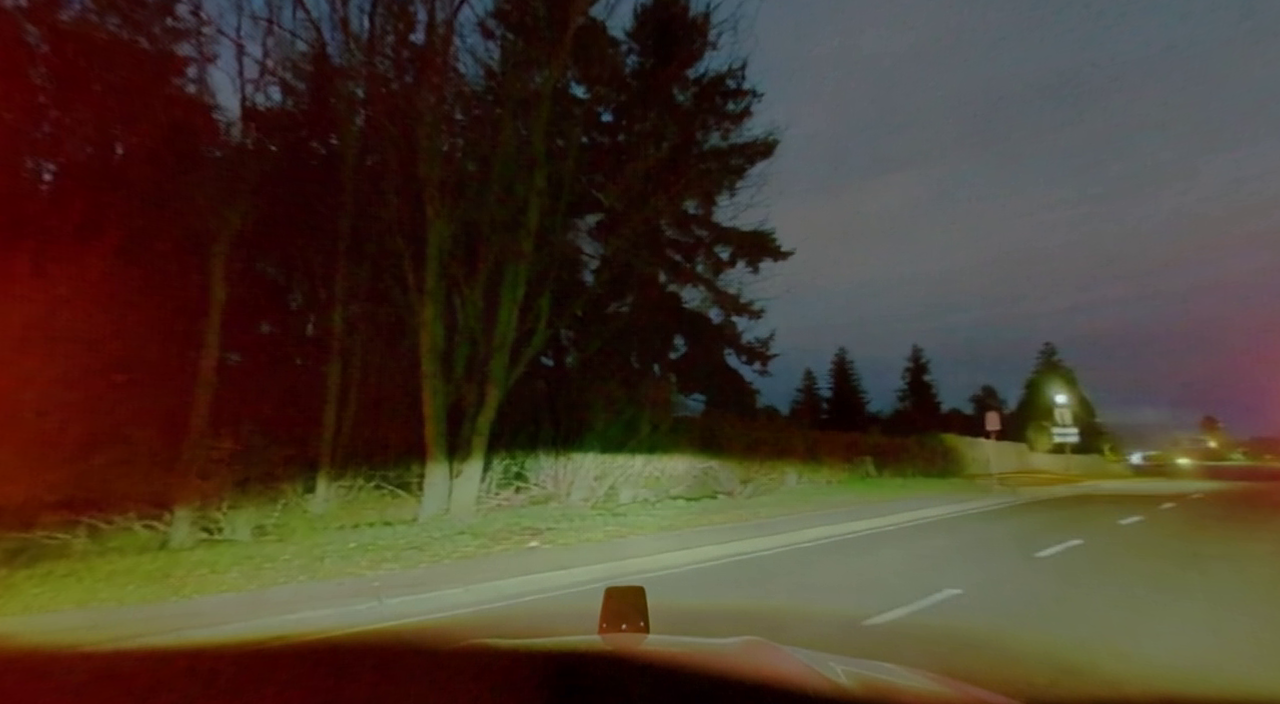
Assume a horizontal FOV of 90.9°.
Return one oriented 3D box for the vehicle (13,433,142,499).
[{"bbox_3d":[-16.712,3.261,18.814,2.449,1.666,5.035,7,-10,-41],"label":"vehicle"}]
